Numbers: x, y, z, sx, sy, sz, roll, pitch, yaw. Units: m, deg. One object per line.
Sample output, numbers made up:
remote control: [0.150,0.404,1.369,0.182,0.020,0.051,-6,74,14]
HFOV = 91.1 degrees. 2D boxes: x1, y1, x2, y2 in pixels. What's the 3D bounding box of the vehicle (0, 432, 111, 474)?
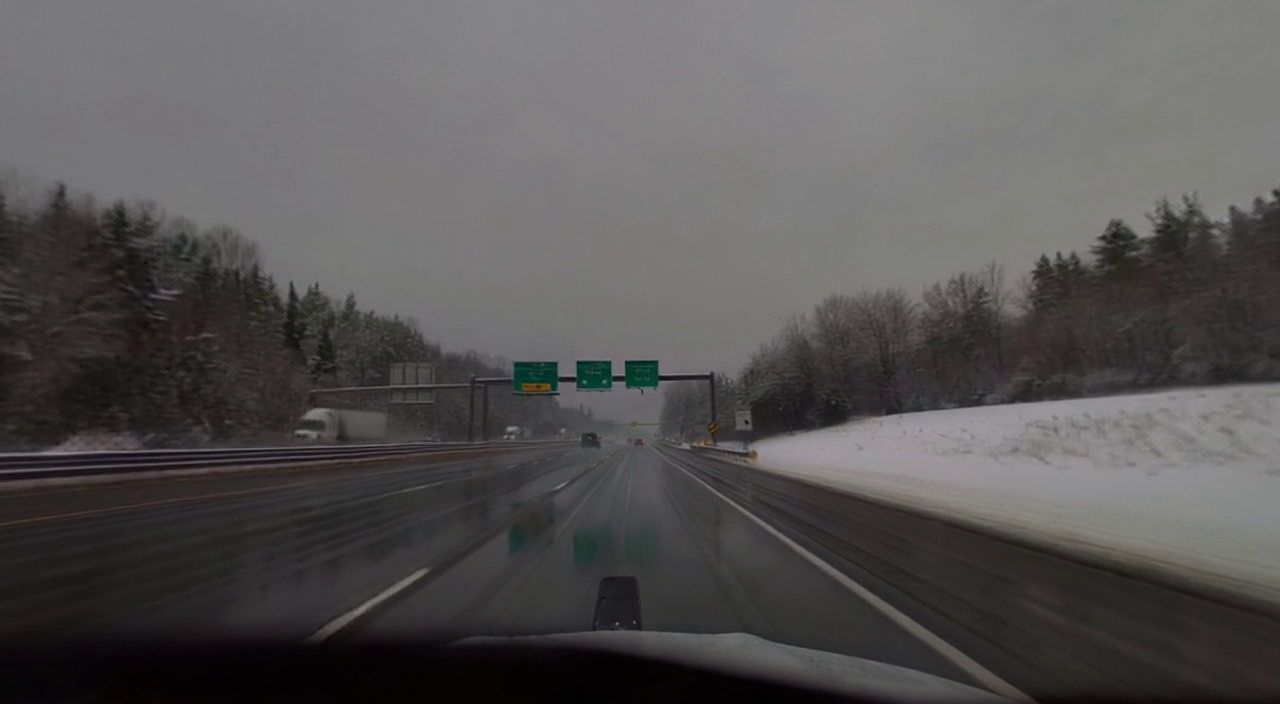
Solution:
vehicle: [-24.401,4.057,25.645,1.901,1.550,4.248,0,-8,1]
